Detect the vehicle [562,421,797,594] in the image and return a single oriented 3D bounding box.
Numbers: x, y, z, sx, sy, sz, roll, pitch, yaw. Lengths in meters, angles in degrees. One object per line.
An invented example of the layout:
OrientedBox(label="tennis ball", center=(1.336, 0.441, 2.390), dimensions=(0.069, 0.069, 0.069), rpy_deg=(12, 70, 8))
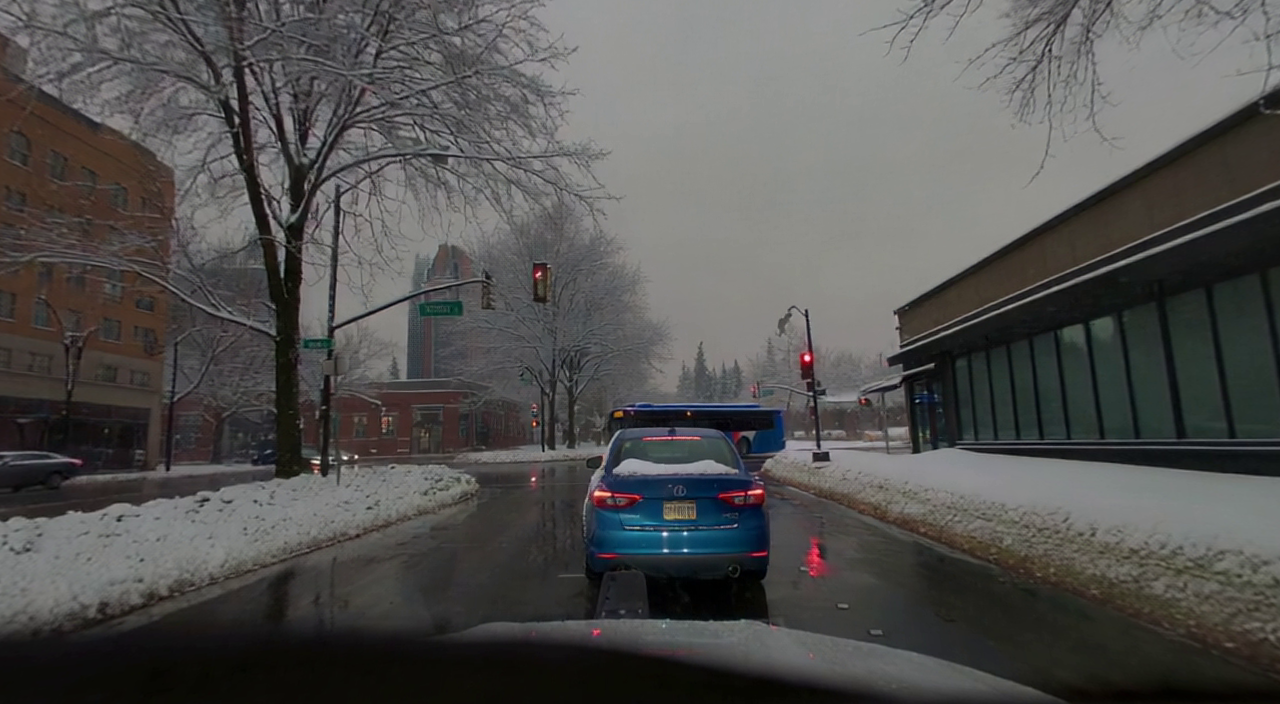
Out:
OrientedBox(label="vehicle", center=(0.374, 1.621, 7.398), dimensions=(2.006, 1.470, 3.799), rpy_deg=(0, -8, 1))

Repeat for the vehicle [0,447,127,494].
OrientedBox(label="vehicle", center=(-22.892, 4.472, 24.189), dimensions=(1.892, 1.645, 4.561), rpy_deg=(-3, -9, 19))

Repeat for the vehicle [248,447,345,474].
OrientedBox(label="vehicle", center=(-20.308, 6.386, 37.601), dimensions=(1.883, 1.461, 4.830), rpy_deg=(-4, -9, 23))

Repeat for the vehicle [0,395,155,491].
OrientedBox(label="vehicle", center=(-25.952, 3.648, 25.331), dimensions=(2.692, 3.685, 10.153), rpy_deg=(-3, -9, 20))
